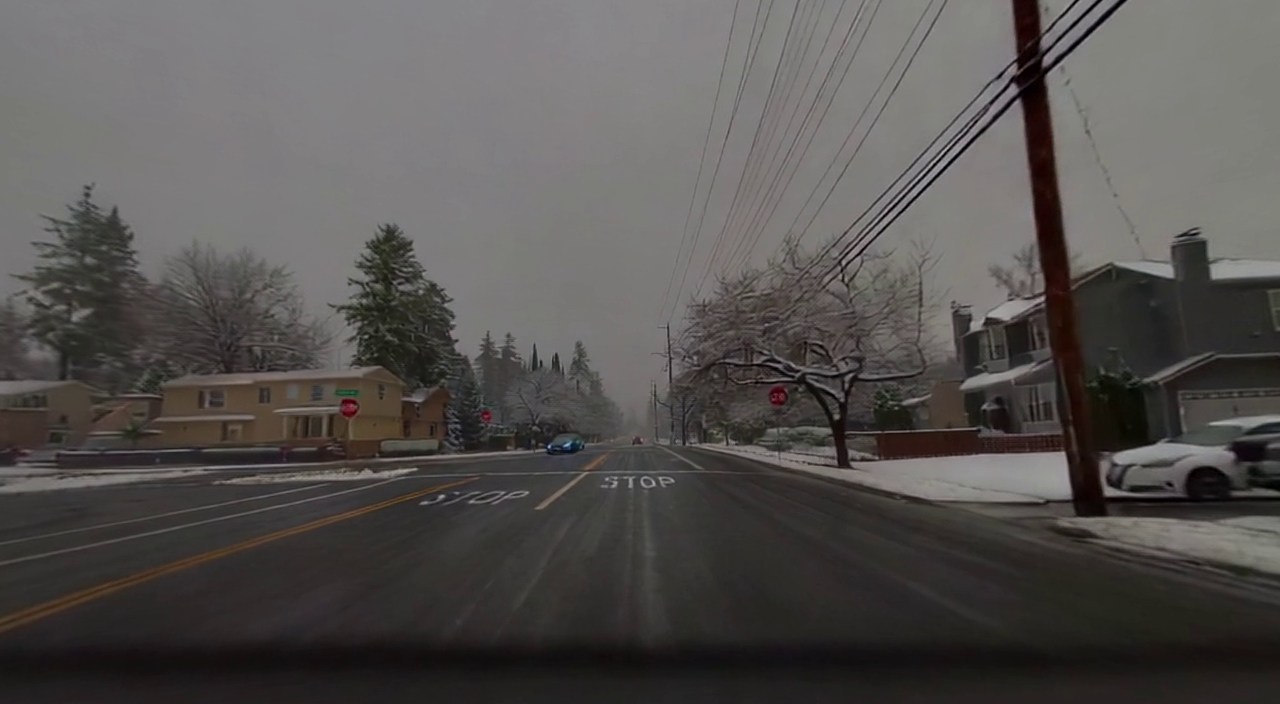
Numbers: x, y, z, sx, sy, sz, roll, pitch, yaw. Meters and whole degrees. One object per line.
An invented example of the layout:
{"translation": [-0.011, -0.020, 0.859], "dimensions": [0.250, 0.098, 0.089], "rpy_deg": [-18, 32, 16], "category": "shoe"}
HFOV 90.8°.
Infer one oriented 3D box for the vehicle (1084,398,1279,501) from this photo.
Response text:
{"translation": [10.155, 1.568, 10.288], "dimensions": [4.341, 1.494, 1.978], "rpy_deg": [0, -9, -1], "category": "vehicle"}
